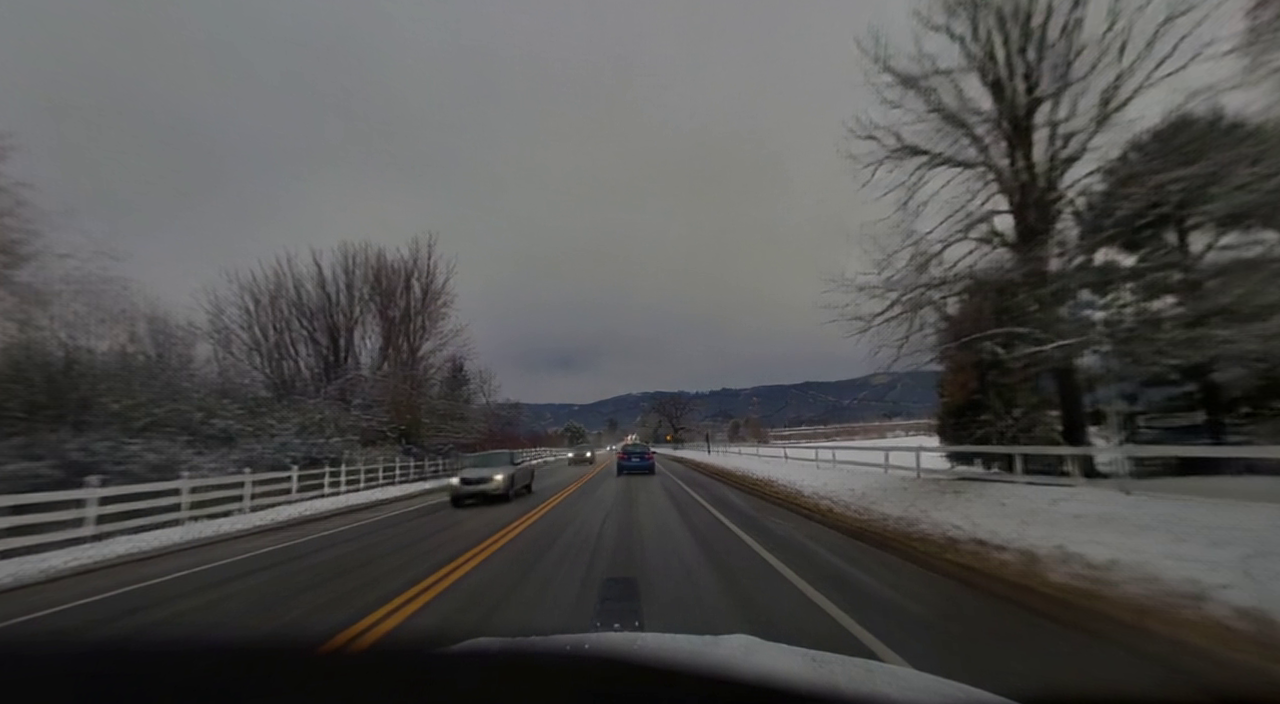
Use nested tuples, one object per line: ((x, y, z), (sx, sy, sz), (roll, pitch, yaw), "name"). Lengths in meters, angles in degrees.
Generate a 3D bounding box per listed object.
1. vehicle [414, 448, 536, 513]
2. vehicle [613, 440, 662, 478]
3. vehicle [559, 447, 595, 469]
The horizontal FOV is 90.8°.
((-4.234, 3.335, 17.030), (2.092, 1.490, 4.422), (0, -9, 0), "vehicle")
((-0.123, 5.061, 30.086), (2.158, 1.669, 4.006), (0, -9, -1), "vehicle")
((-4.551, 7.690, 46.133), (2.107, 1.534, 4.752), (0, -9, 1), "vehicle")
